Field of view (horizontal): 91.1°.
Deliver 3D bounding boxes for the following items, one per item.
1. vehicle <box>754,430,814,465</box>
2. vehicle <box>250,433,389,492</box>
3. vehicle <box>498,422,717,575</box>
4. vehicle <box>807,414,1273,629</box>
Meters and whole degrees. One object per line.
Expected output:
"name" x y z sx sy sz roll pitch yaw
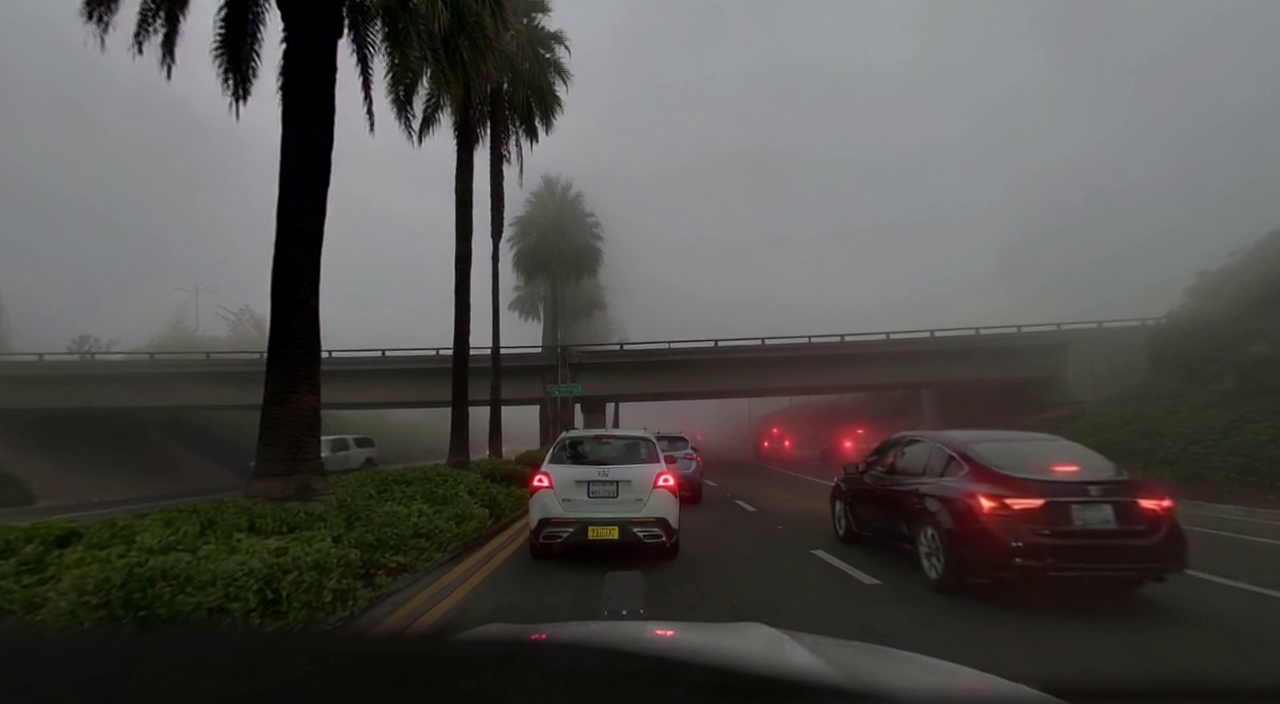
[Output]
"vehicle" 8.076 5.411 35.651 2.242 1.817 4.837 0 -9 0
"vehicle" -12.262 4.266 24.652 2.386 1.943 5.700 -2 -9 1
"vehicle" -0.267 1.758 8.311 2.172 1.506 4.018 0 -9 2
"vehicle" 3.500 1.570 6.959 2.034 1.517 4.840 0 -9 1
